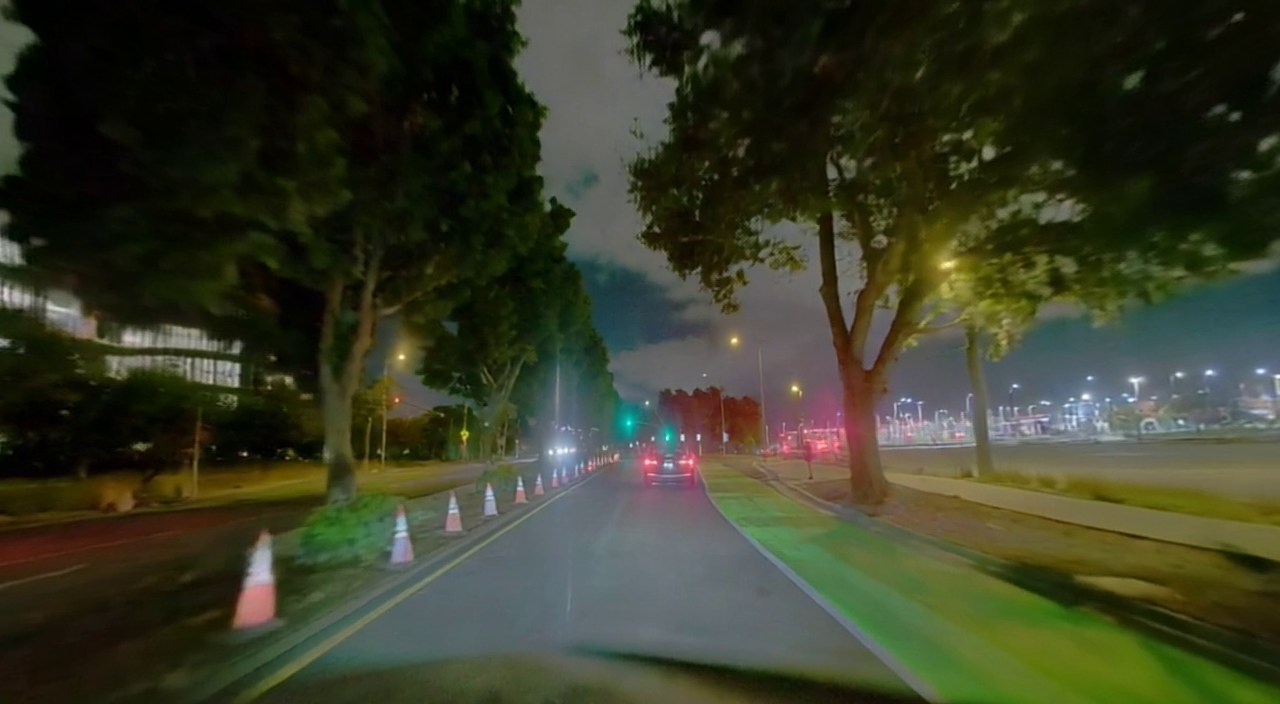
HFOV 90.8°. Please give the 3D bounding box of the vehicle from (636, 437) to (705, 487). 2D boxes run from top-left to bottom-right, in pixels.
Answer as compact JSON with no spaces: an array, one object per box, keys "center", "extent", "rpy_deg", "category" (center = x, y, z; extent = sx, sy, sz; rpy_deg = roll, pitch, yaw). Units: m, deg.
[{"center":[1.021,3.719,21.698],"extent":[2.114,1.493,4.430],"rpy_deg":[0,-8,2],"category":"vehicle"}]
